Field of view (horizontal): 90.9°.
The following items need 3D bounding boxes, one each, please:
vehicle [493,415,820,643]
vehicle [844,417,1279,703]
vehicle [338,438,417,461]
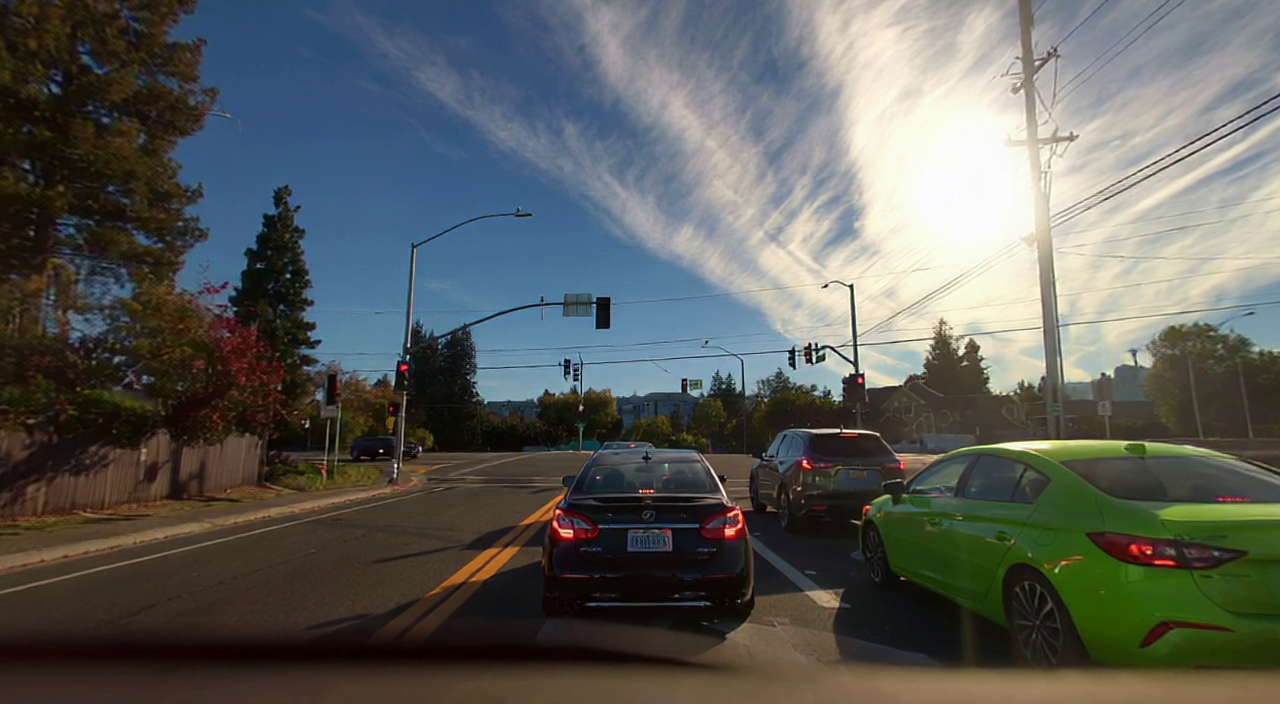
[{"bbox_3d":[0.069,1.495,6.437,2.170,1.497,4.369,0,-8,-1],"label":"vehicle"},{"bbox_3d":[3.094,1.242,4.141,2.027,1.432,4.431,0,-8,0],"label":"vehicle"},{"bbox_3d":[-17.222,6.415,41.472,4.406,1.458,1.892,-1,-8,7],"label":"vehicle"}]
